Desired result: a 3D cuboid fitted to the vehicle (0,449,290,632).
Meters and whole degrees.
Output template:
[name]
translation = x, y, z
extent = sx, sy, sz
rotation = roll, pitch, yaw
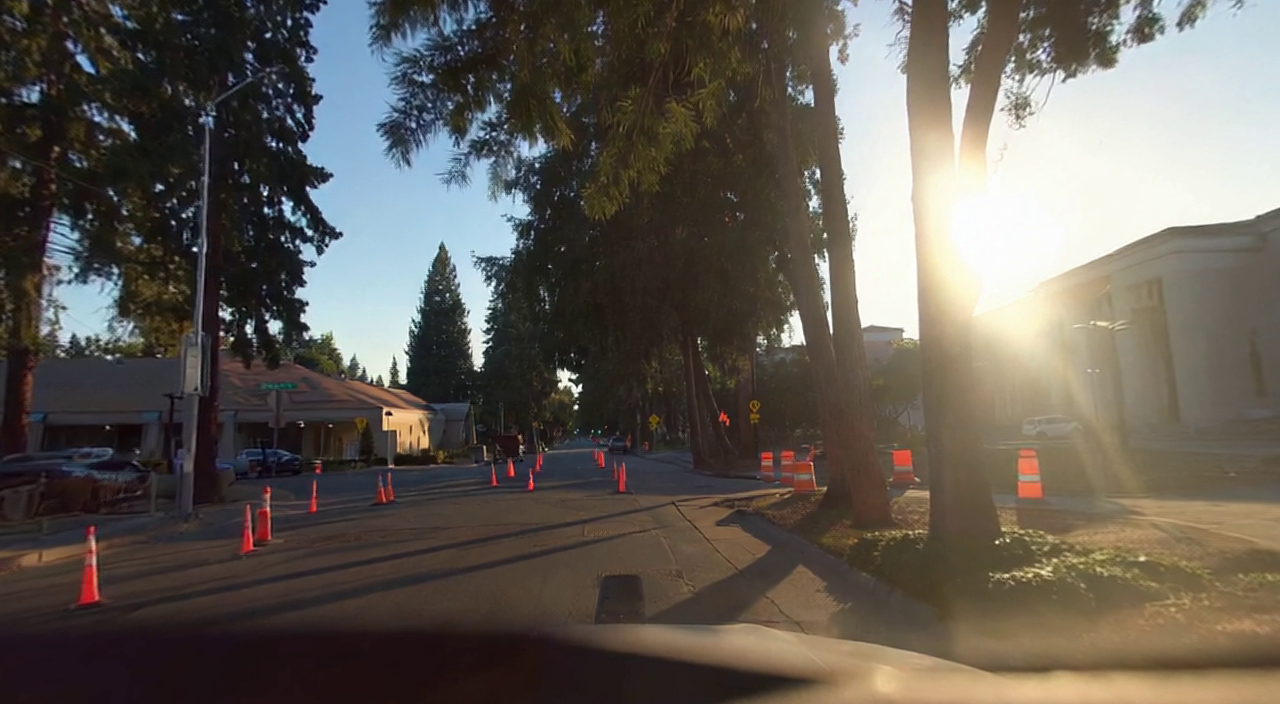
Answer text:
[vehicle]
translation = -7.621, 2.029, 7.595
extent = 2.961, 1.701, 7.563
rotation = 1, -9, -4
